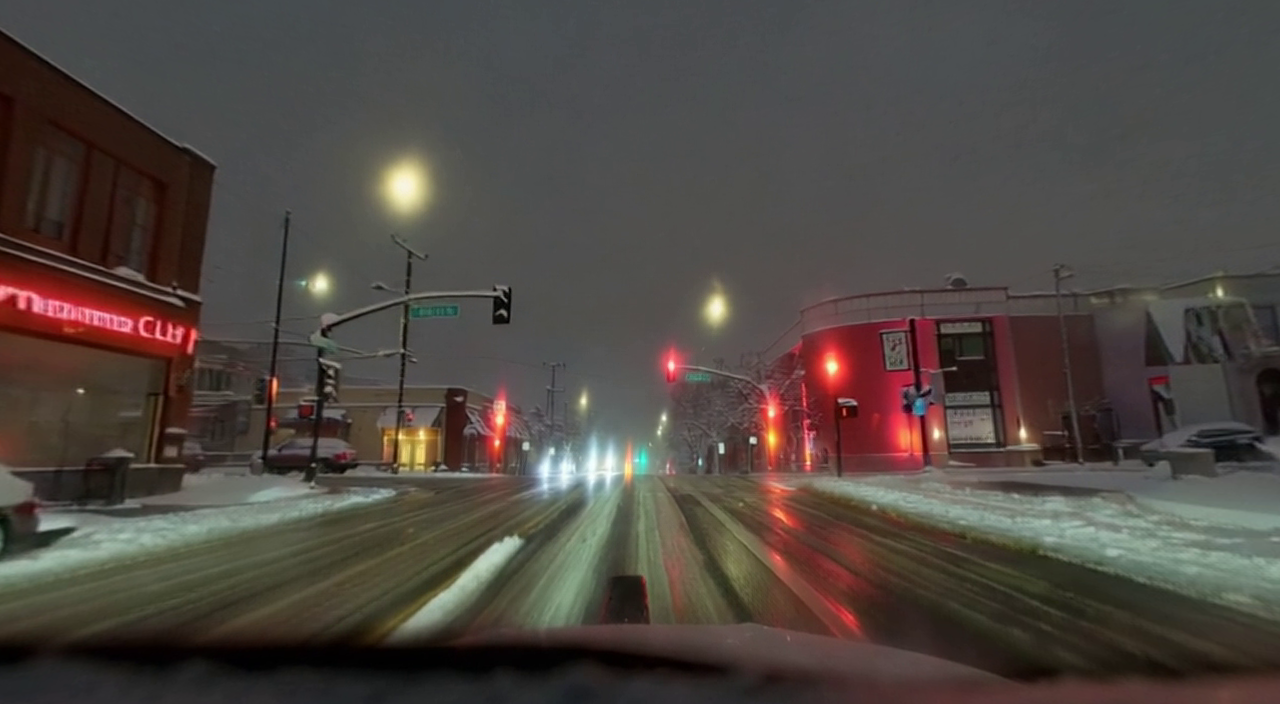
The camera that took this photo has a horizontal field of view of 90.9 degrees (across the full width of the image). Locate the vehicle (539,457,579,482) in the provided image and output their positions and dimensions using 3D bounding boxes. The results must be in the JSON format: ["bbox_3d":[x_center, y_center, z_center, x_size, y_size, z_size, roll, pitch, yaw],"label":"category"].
[{"bbox_3d":[-5.825,8.493,45.885,2.167,1.643,4.518,-1,-8,2],"label":"vehicle"}]

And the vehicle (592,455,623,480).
[{"bbox_3d":[-2.337,8.359,45.875,1.981,1.625,4.399,0,-8,1],"label":"vehicle"}]

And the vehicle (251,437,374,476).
[{"bbox_3d":[-17.657,5.640,34.177,5.376,1.994,2.196,0,-8,2],"label":"vehicle"}]
